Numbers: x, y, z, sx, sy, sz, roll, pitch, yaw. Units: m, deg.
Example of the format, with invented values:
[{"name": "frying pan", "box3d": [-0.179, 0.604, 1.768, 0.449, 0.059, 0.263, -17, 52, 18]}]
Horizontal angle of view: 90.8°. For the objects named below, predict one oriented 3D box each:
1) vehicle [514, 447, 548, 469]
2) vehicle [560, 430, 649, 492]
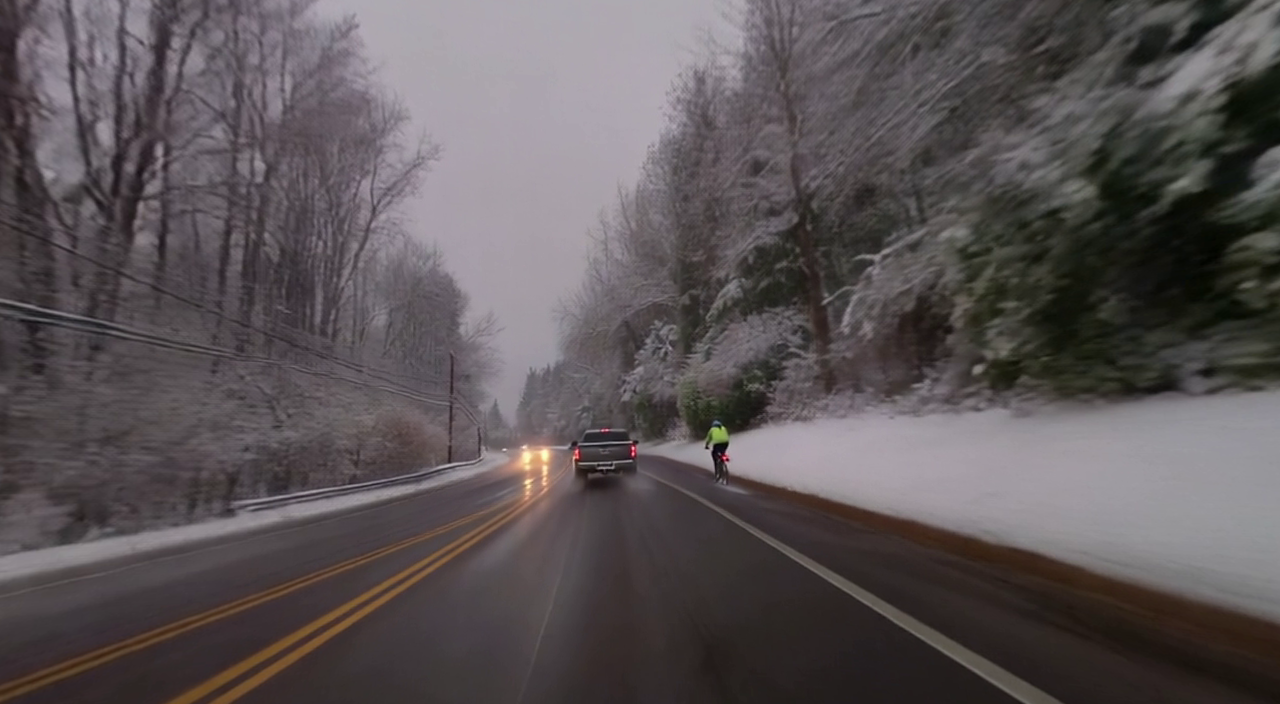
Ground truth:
[{"name": "vehicle", "box3d": [-8.276, 8.043, 48.245, 2.118, 1.513, 4.602, 0, -8, -5]}, {"name": "vehicle", "box3d": [-1.156, 3.638, 21.467, 2.631, 1.798, 5.331, 0, -8, -2]}]
